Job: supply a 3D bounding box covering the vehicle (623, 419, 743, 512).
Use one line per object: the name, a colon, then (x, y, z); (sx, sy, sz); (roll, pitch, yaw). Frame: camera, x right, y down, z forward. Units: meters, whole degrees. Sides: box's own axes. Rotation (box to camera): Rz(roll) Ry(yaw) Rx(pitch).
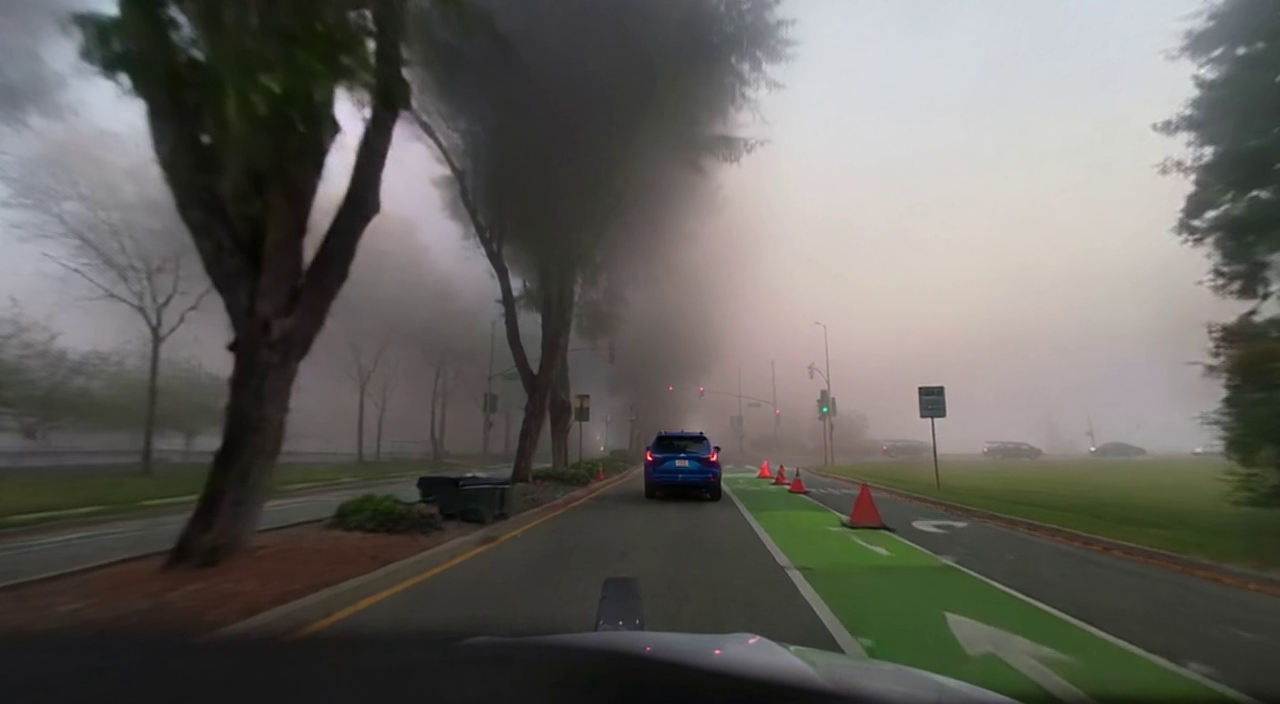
vehicle: (0.978, 2.540, 14.663); (2.339, 1.790, 4.629); (0, -8, 4)
